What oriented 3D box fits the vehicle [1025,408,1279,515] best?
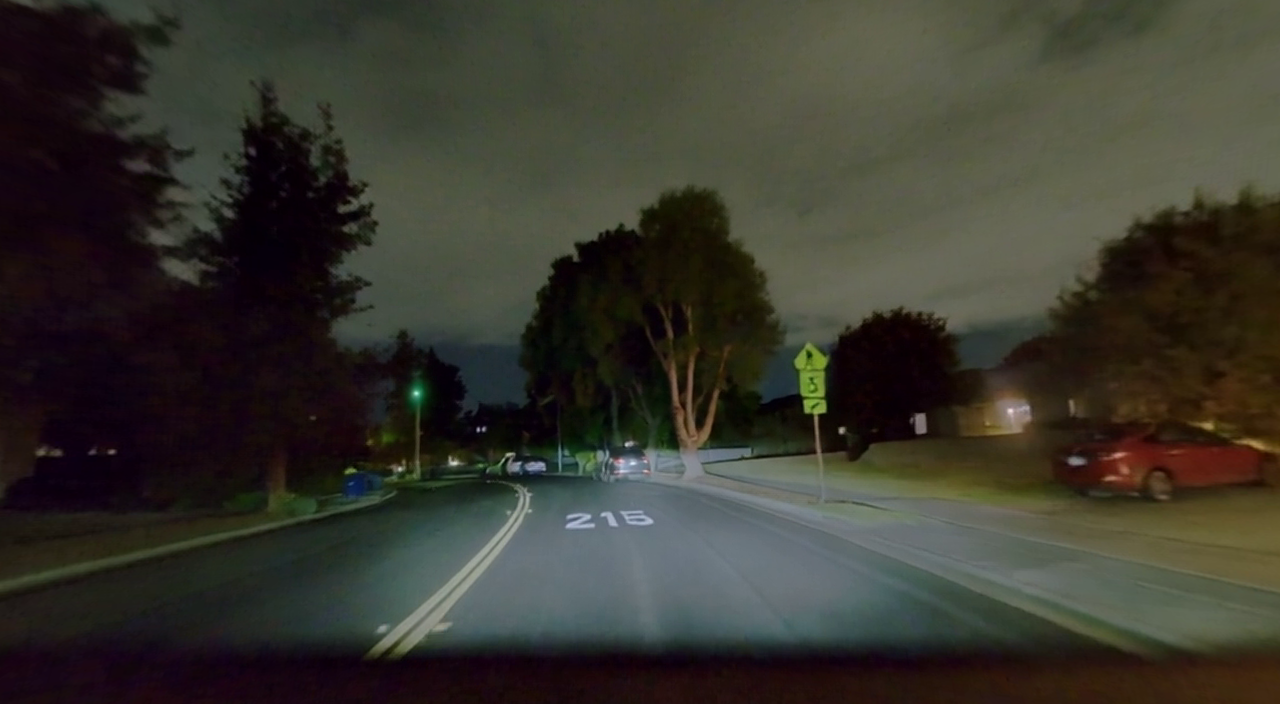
[{"bbox_3d":[9.652,1.904,11.480,4.284,1.522,1.893,-1,-8,-14],"label":"vehicle"}]

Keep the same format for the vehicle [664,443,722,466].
[{"bbox_3d":[3.861,7.330,45.347,4.157,1.431,1.753,4,-9,-43],"label":"vehicle"}]

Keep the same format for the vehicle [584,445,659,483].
[{"bbox_3d":[-0.967,4.950,28.199,2.181,1.494,5.023,2,-9,-16],"label":"vehicle"}]

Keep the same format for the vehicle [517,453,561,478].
[{"bbox_3d":[-7.451,8.248,46.222,1.965,1.663,4.744,3,-9,-24],"label":"vehicle"}]

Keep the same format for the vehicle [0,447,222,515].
[{"bbox_3d":[-14.242,3.375,16.899,4.664,1.580,1.973,3,-9,-20],"label":"vehicle"}]

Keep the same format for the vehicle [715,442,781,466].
[{"bbox_3d":[7.124,6.645,41.363,4.253,1.458,1.900,6,-11,-39],"label":"vehicle"}]
